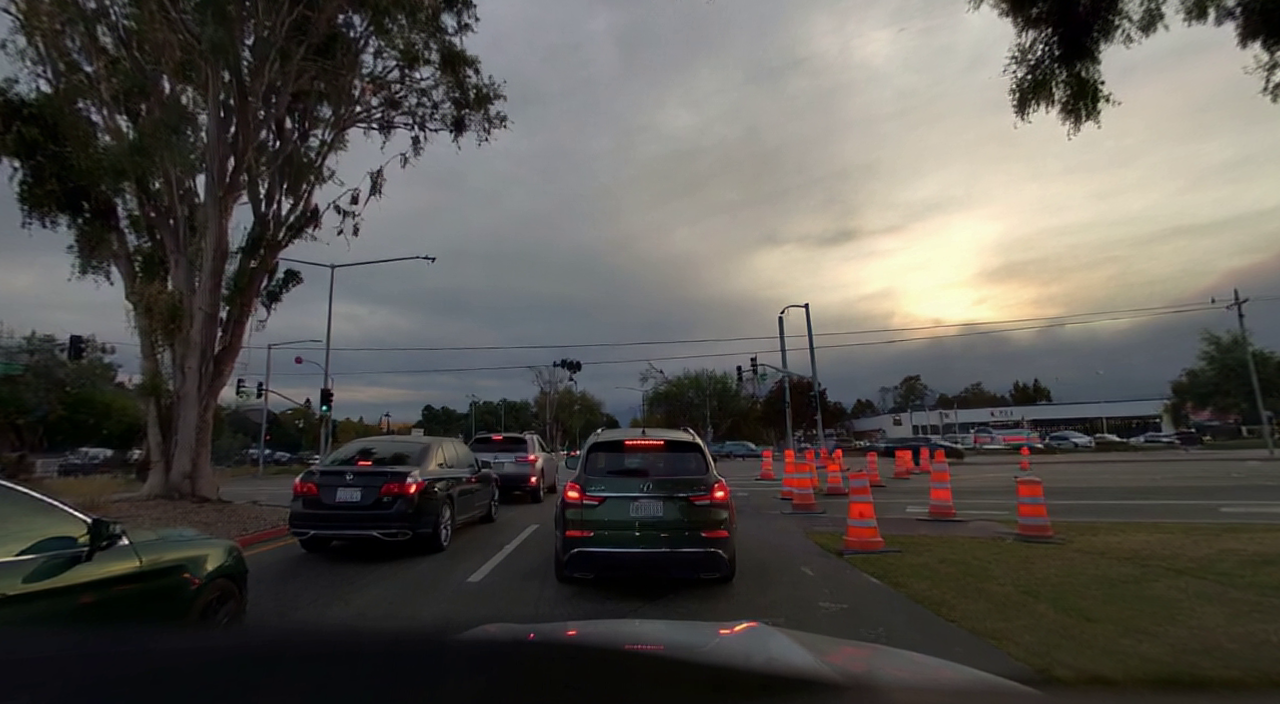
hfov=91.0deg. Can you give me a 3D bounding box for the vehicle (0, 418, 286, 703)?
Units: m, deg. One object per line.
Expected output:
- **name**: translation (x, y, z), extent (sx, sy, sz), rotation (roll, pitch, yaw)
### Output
- **vehicle**: translation (-3.597, 0.952, 2.143), extent (1.964, 1.497, 4.722), rotation (0, -9, 1)

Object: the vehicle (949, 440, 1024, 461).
- **vehicle**: translation (25.965, 7.391, 47.272), extent (4.581, 1.480, 1.752), rotation (0, -9, 0)

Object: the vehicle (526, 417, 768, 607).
- **vehicle**: translation (0.098, 1.625, 7.209), extent (2.021, 1.560, 3.676), rotation (0, -9, 1)

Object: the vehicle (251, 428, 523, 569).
- **vehicle**: translation (-3.286, 1.999, 9.448), extent (1.989, 1.541, 4.626), rotation (0, -9, 2)

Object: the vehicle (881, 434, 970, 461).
- **vehicle**: translation (18.423, 6.214, 40.832), extent (4.805, 1.688, 1.923), rotation (-1, -9, 4)
